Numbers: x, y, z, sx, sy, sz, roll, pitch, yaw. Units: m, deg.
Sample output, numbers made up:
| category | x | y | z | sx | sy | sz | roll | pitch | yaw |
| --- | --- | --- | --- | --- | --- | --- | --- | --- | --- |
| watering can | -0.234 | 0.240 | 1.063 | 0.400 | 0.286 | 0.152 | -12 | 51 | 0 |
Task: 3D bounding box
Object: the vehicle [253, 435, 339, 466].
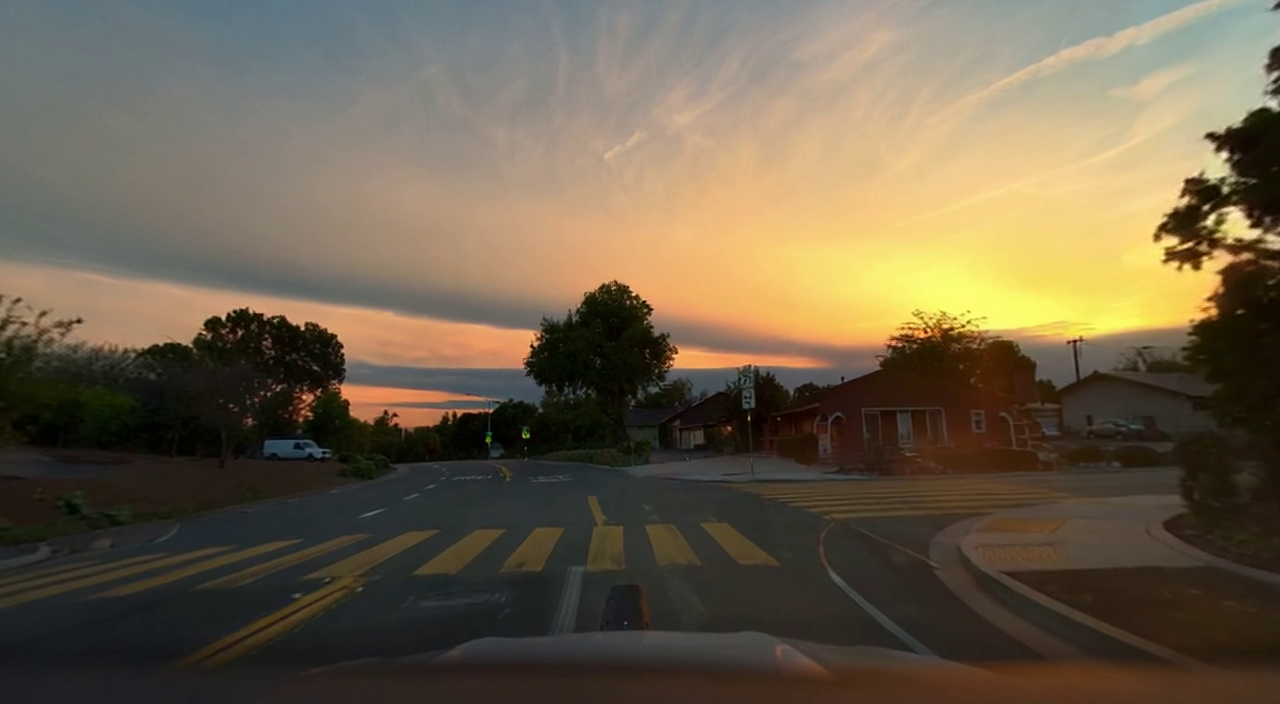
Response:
| category | x | y | z | sx | sy | sz | roll | pitch | yaw |
| --- | --- | --- | --- | --- | --- | --- | --- | --- | --- |
| vehicle | -23.166 | 6.647 | 42.516 | 4.699 | 1.996 | 2.116 | -2 | -9 | 11 |
